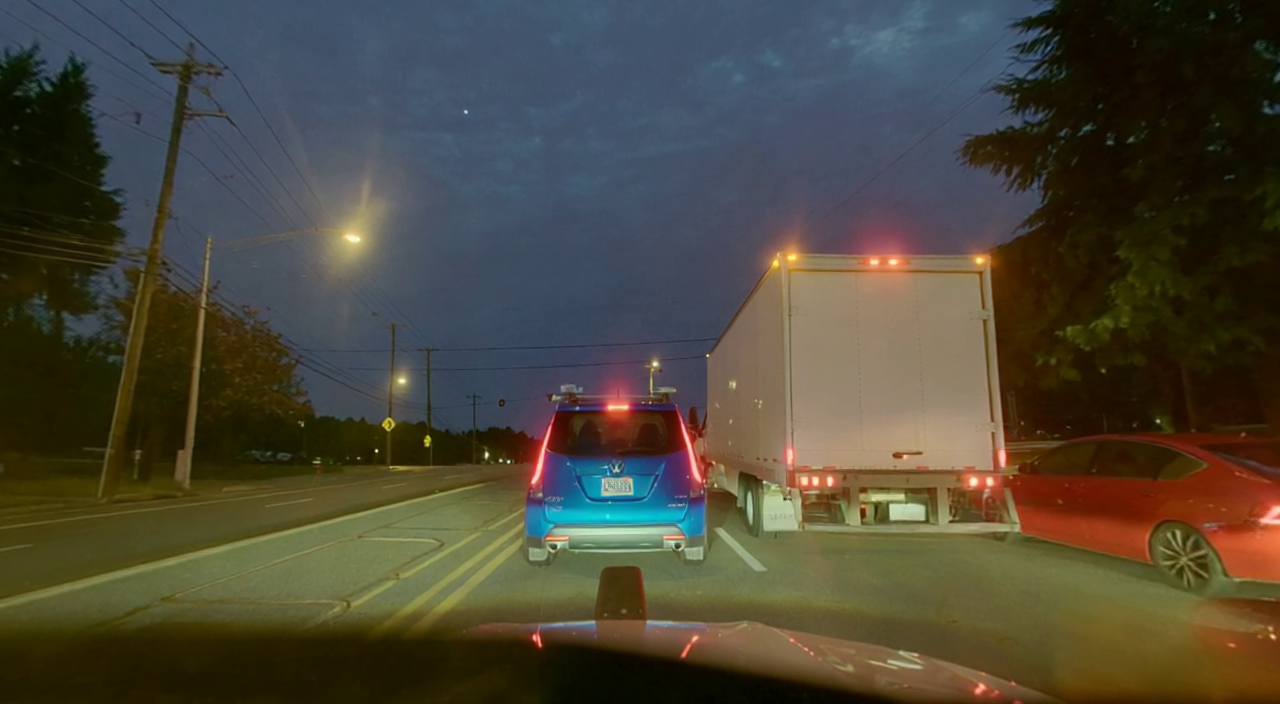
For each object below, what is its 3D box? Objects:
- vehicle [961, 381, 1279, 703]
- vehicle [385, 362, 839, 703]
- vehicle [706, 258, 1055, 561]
[{"bbox_3d":[2.832,0.736,1.192,1.971,1.484,4.728,0,-8,0],"label":"vehicle"},{"bbox_3d":[-0.127,1.222,5.131,2.114,1.732,4.230,0,-8,0],"label":"vehicle"},{"bbox_3d":[3.232,1.256,11.809,2.915,3.559,8.848,0,-8,0],"label":"vehicle"}]
